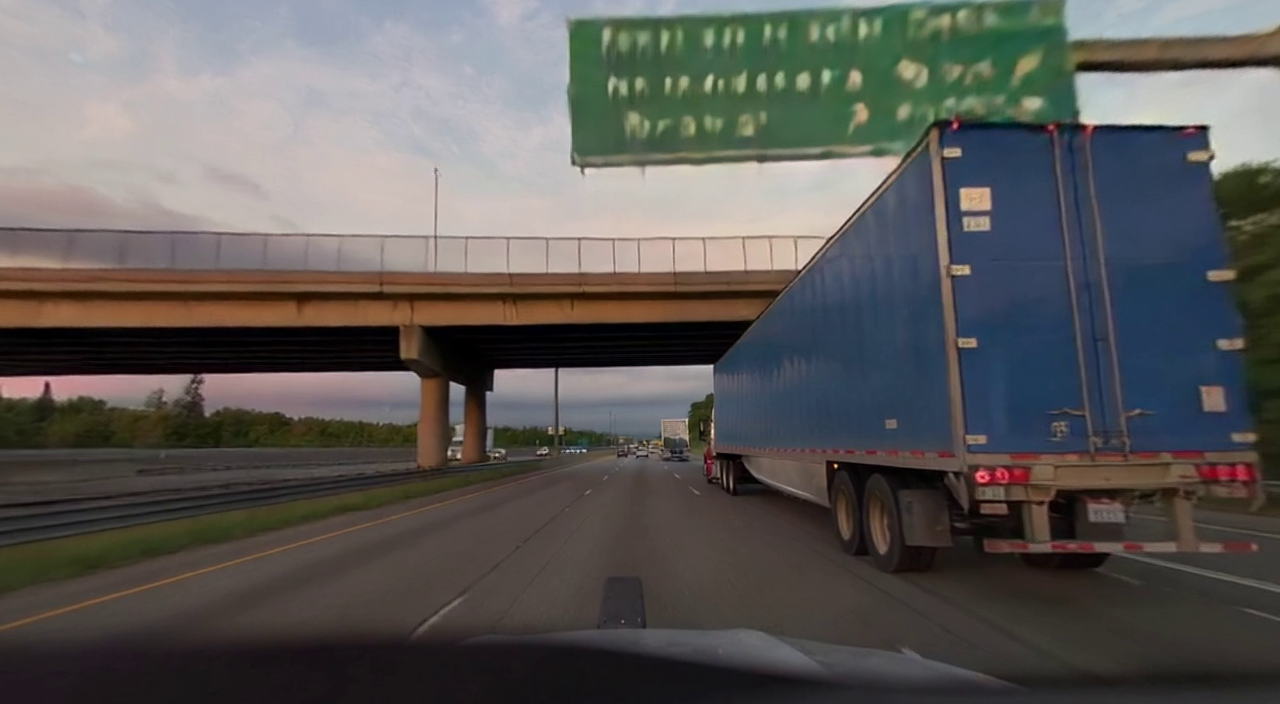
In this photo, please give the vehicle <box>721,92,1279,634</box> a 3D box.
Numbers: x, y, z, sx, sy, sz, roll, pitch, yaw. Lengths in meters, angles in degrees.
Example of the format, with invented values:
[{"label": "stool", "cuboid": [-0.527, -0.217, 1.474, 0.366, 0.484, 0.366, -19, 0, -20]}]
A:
[{"label": "vehicle", "cuboid": [3.922, 1.037, 11.702, 2.825, 4.054, 14.210, 0, -9, -1]}]
